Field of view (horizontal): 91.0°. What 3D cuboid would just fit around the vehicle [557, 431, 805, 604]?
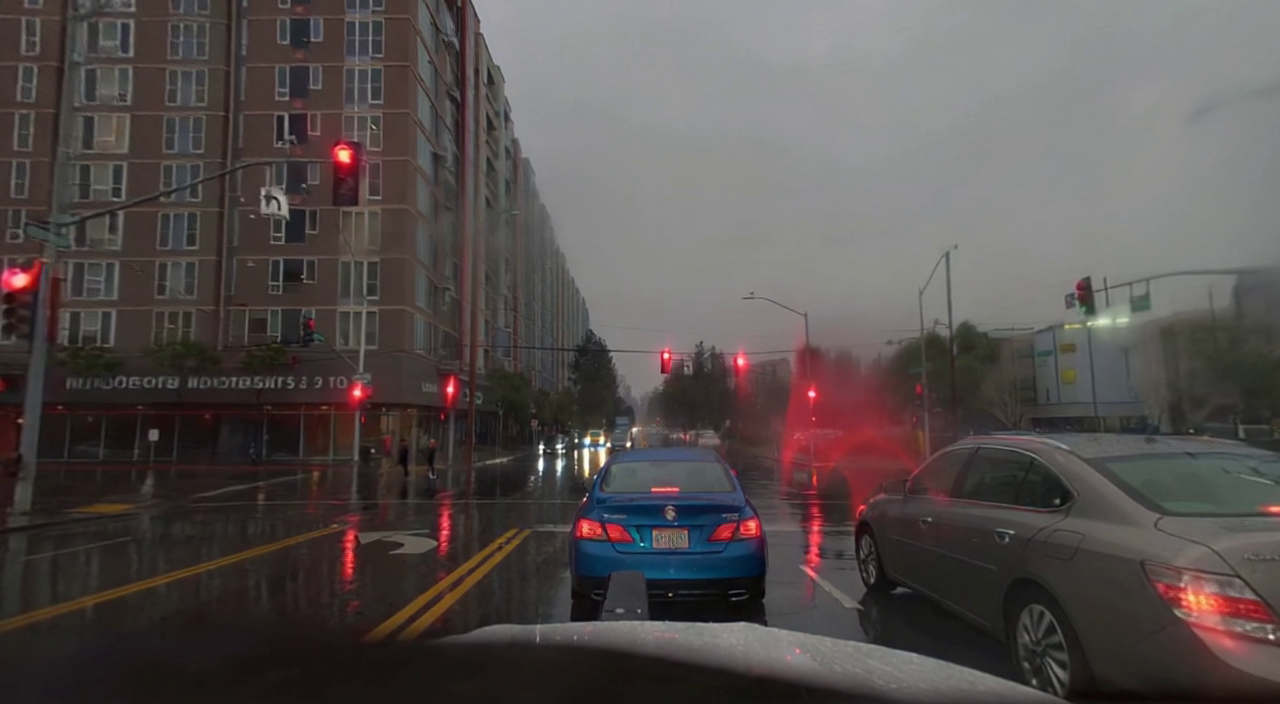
[{"bbox_3d":[0.286,1.729,7.522,2.132,1.464,4.089,0,-8,-2],"label":"vehicle"}]

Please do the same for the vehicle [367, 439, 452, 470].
[{"bbox_3d":[-12.867,5.716,35.271,2.030,1.596,3.912,-7,-11,40],"label":"vehicle"}]

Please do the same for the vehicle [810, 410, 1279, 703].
[{"bbox_3d":[2.814,1.292,4.567,1.961,1.498,4.356,0,-8,0],"label":"vehicle"}]
